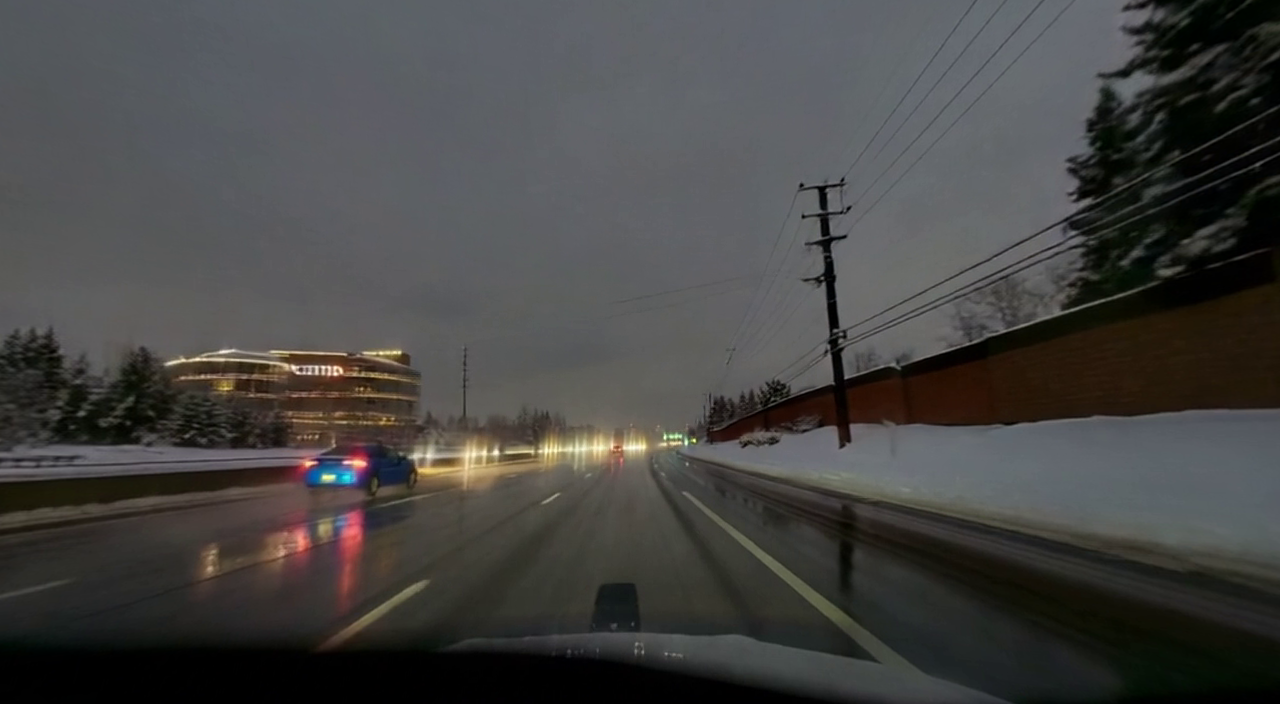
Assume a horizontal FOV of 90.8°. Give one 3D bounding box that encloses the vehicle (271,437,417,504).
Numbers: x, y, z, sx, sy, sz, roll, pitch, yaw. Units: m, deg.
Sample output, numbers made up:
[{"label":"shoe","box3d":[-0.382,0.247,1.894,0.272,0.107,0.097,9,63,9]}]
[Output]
[{"label":"vehicle","box3d":[-7.733,3.101,16.987,2.013,1.574,3.923,0,-8,0]}]
